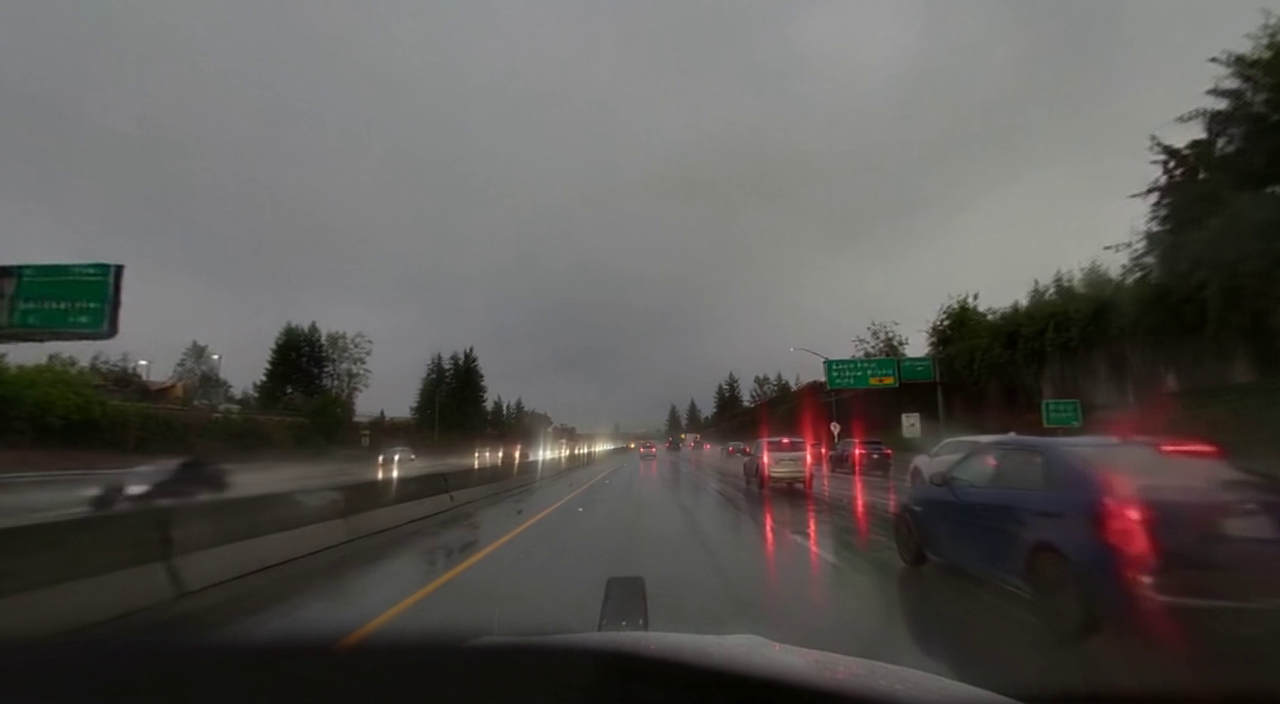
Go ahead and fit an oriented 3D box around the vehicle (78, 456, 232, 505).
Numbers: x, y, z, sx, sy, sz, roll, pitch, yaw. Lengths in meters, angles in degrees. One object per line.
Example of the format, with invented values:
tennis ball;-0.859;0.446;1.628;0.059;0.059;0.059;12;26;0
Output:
vehicle;-16.715;4.412;22.075;1.839;1.442;4.392;0;-8;1

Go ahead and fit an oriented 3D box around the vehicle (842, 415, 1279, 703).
vehicle;3.543;1.363;5.189;2.198;1.467;4.675;0;-8;0

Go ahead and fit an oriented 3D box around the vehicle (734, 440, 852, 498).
vehicle;4.317;3.396;18.813;2.223;1.483;5.075;0;-8;0
